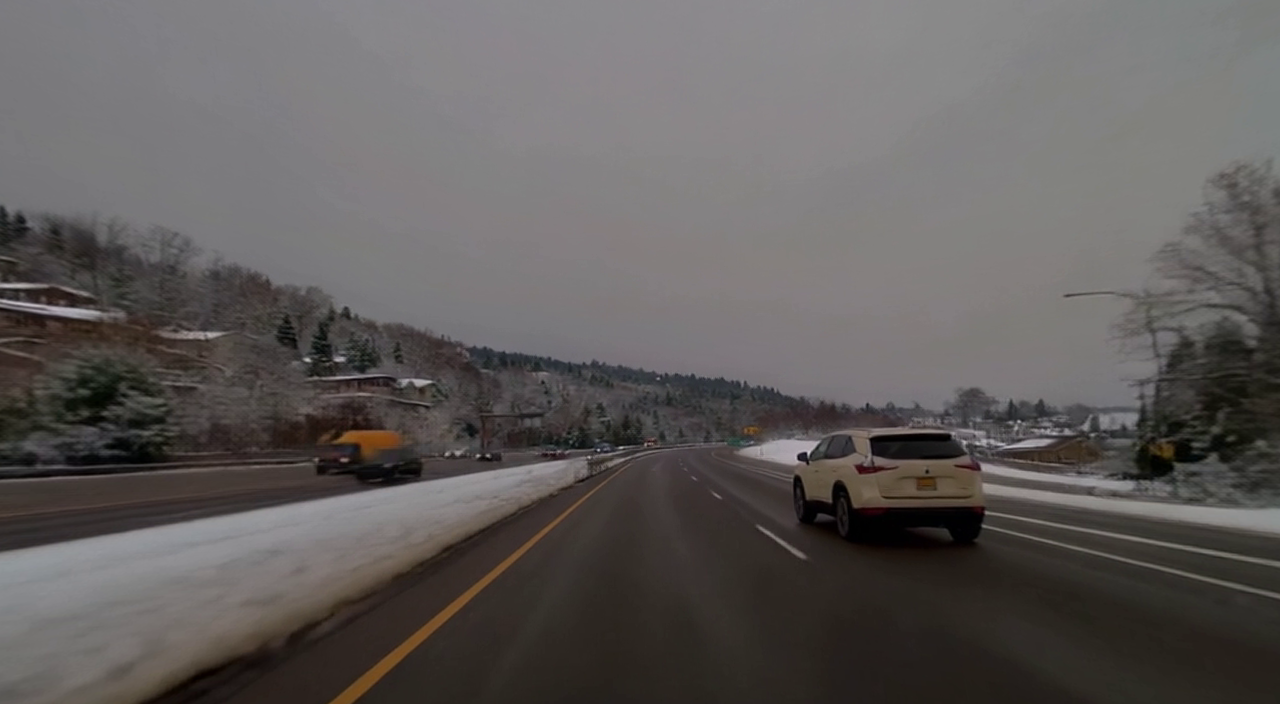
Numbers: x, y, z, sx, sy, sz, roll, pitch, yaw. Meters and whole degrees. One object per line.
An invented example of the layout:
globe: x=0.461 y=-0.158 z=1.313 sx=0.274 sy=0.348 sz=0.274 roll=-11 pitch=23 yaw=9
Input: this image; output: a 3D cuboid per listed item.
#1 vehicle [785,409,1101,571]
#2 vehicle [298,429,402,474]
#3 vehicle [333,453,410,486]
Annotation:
vehicle: x=3.889 y=1.871 z=9.316 sx=2.318 sy=1.766 sz=4.587 roll=0 pitch=-9 yaw=-1
vehicle: x=-20.460 y=7.109 z=45.267 sx=2.909 sy=2.854 sz=9.153 roll=0 pitch=-9 yaw=2
vehicle: x=-13.311 y=5.826 z=31.516 sx=1.887 sy=1.459 sz=4.376 roll=0 pitch=-9 yaw=1
